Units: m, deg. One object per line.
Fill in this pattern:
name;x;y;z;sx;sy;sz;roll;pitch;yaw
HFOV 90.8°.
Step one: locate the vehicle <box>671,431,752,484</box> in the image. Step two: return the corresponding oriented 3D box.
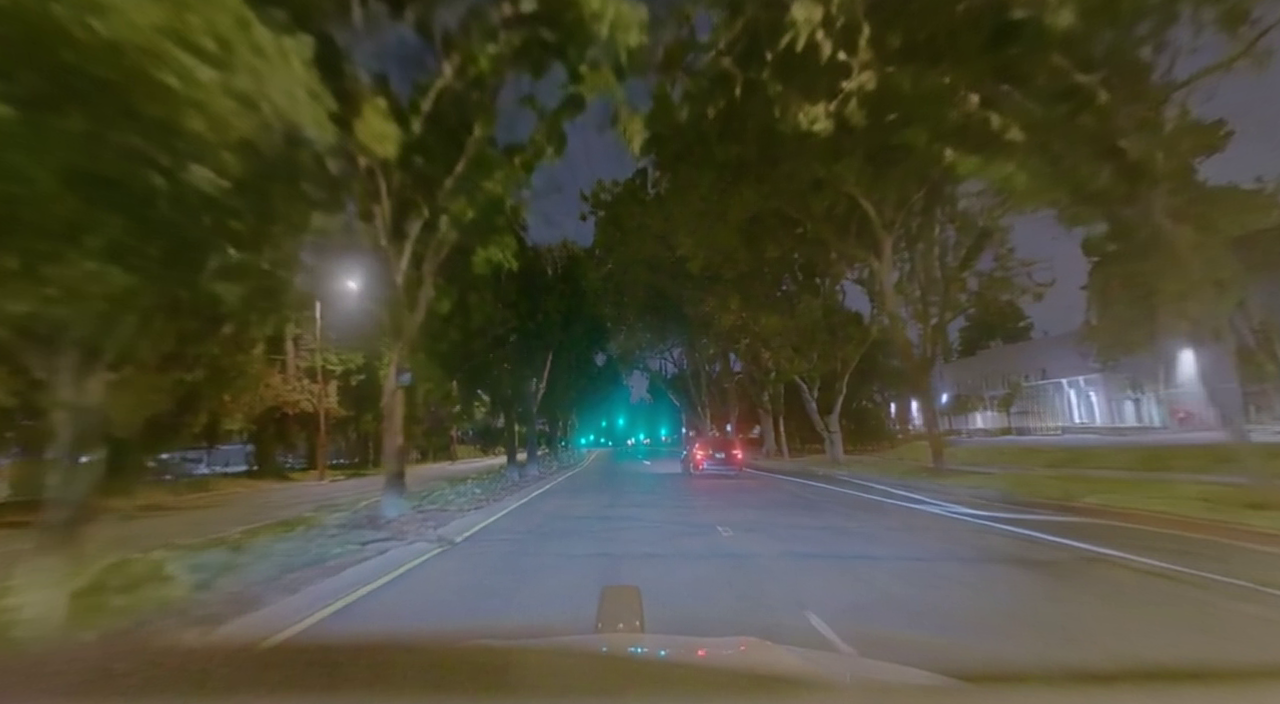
vehicle;2.210;3.427;20.884;1.985;1.529;4.316;0;-8;-2
